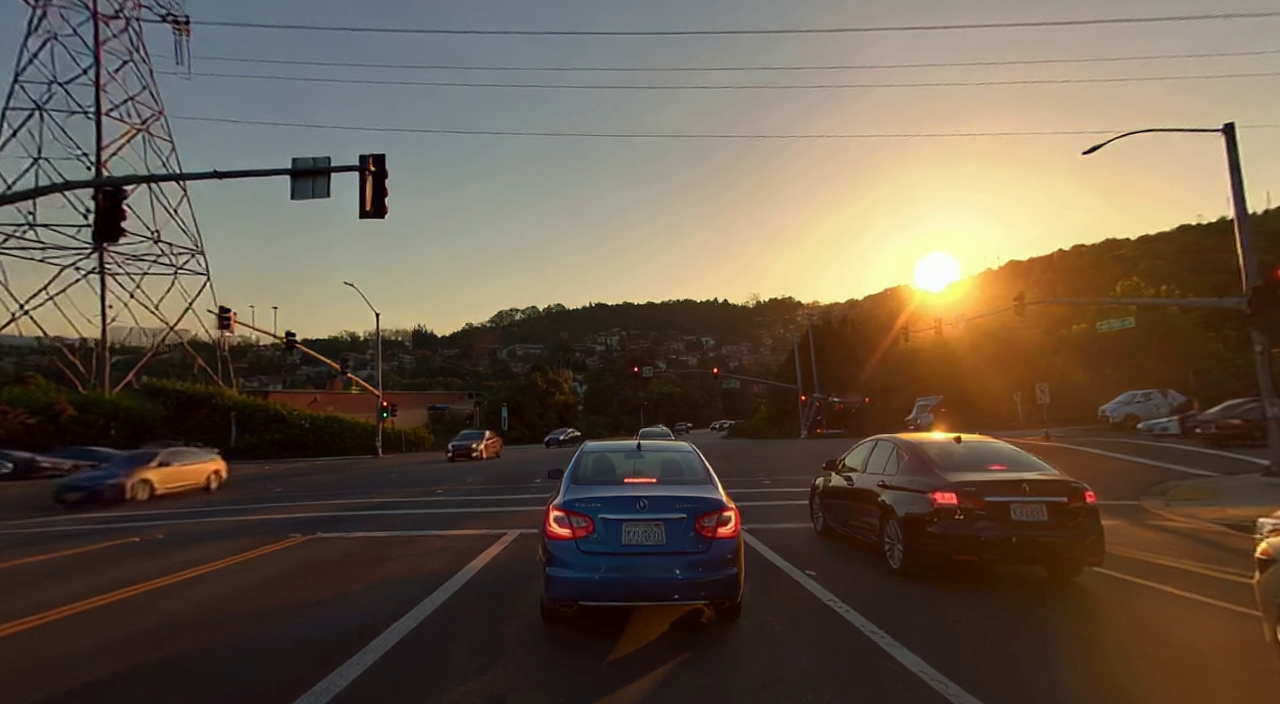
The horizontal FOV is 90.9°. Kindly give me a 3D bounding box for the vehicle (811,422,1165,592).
[{"bbox_3d":[3.658,1.681,7.717,1.835,1.473,4.190,0,-8,-2],"label":"vehicle"}]

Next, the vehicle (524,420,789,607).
[{"bbox_3d":[0.117,1.594,7.123,2.117,1.474,4.036,0,-8,0],"label":"vehicle"}]

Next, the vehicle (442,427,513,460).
[{"bbox_3d":[-9.354,5.362,36.875,2.269,1.716,5.700,-1,-8,4],"label":"vehicle"}]

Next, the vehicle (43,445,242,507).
[{"bbox_3d":[-13.633,3.374,17.715,1.907,1.487,4.392,0,-8,1],"label":"vehicle"}]
